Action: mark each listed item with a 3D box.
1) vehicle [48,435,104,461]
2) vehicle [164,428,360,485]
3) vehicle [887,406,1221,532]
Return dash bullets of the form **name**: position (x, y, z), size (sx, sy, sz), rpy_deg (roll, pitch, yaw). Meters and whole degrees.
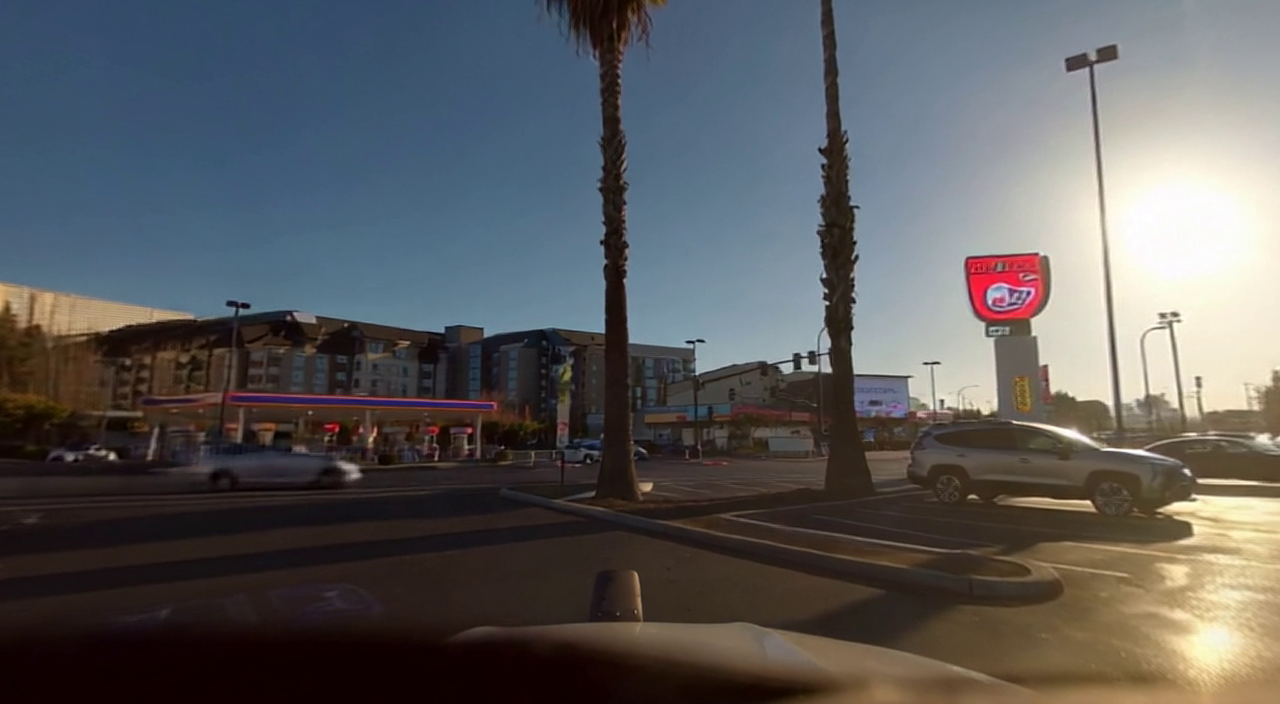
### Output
- **vehicle**: position (-34.082, 5.812, 38.257), size (1.901, 1.463, 3.948), rpy_deg (5, -10, -33)
- **vehicle**: position (-11.160, 3.079, 18.889), size (4.758, 1.497, 1.856), rpy_deg (6, -10, -34)
- **vehicle**: position (7.423, 2.090, 11.903), size (2.028, 1.850, 4.731), rpy_deg (6, -10, -35)
